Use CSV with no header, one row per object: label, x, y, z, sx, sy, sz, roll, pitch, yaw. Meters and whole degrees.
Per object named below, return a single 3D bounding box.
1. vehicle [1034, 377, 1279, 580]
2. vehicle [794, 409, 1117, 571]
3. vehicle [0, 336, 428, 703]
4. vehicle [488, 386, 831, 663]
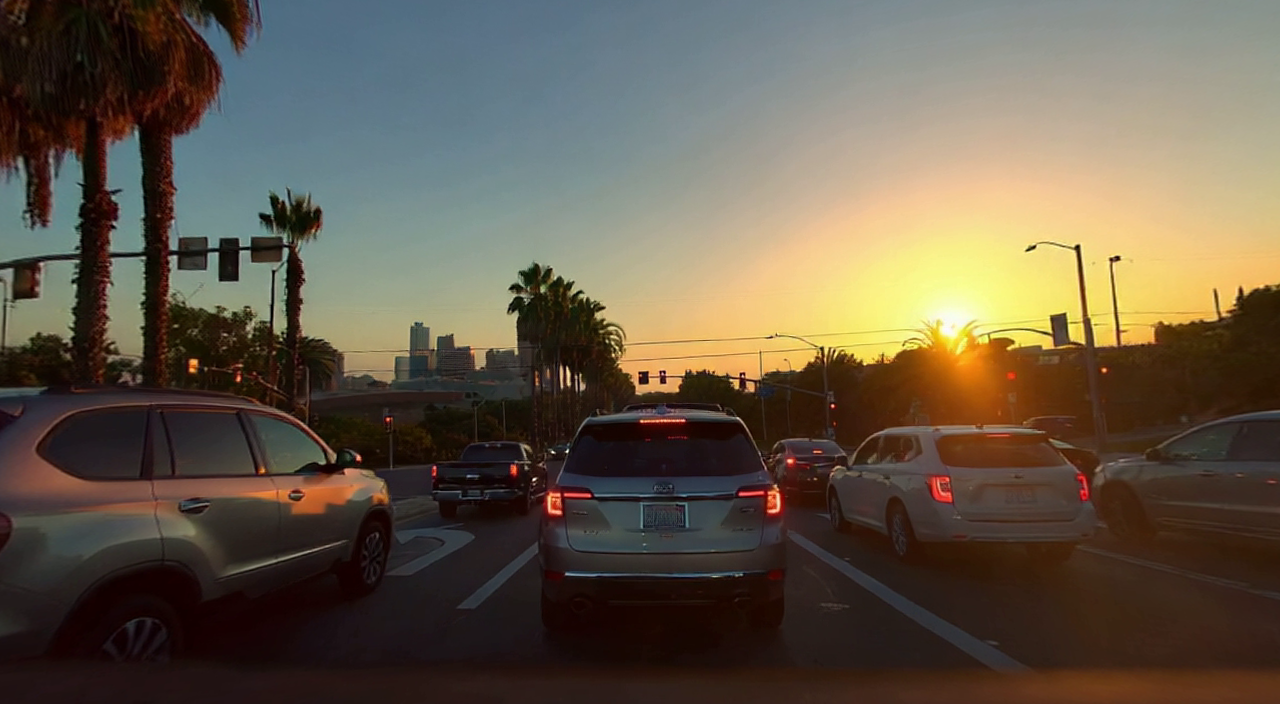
vehicle,7.313,1.337,6.857,2.337,1.925,5.728,0,-8,1
vehicle,3.989,1.854,9.307,2.072,1.704,5.170,0,-9,0
vehicle,-3.182,1.086,3.904,2.171,1.702,4.416,0,-9,0
vehicle,0.151,1.374,6.043,2.123,1.704,4.128,0,-9,1
